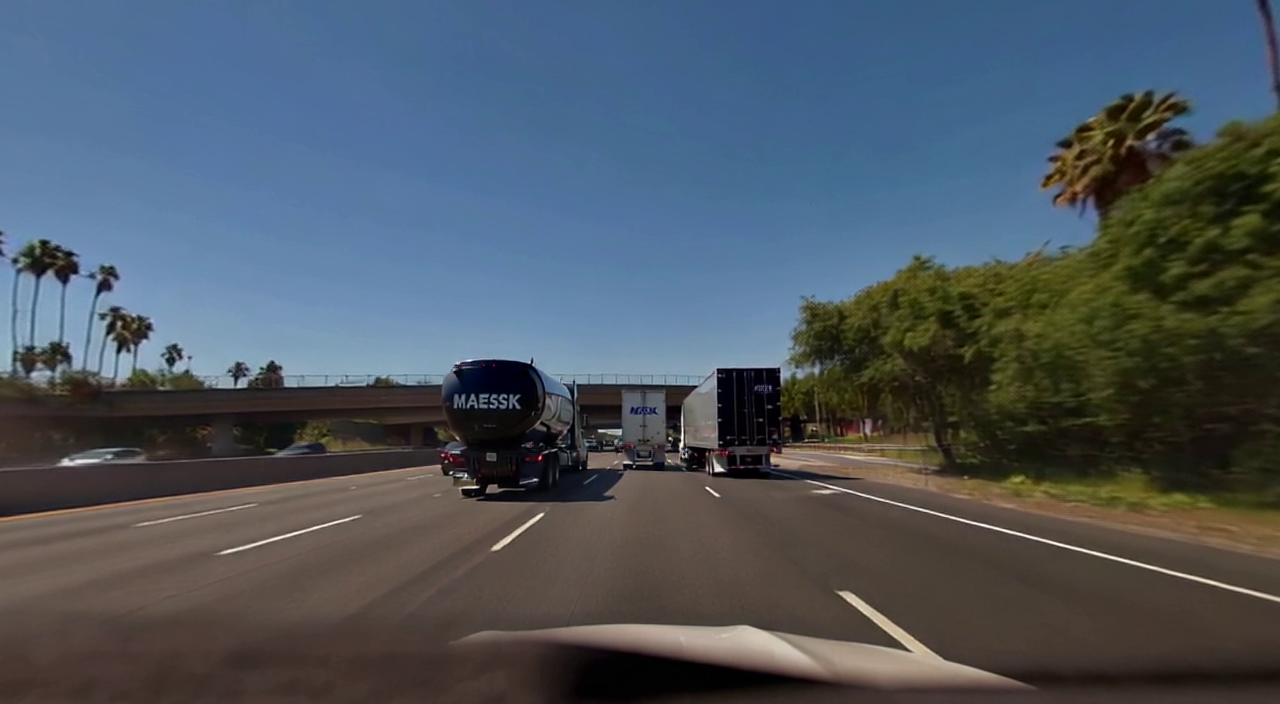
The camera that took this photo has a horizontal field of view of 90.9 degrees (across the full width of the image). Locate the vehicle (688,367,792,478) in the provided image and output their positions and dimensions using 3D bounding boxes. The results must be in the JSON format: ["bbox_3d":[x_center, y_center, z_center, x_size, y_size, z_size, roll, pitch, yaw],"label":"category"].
[{"bbox_3d":[4.310,3.681,31.096,2.887,4.178,14.553,0,-8,1],"label":"vehicle"}]

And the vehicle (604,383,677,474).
[{"bbox_3d":[0.166,4.523,35.911,3.097,3.856,18.209,0,-8,1],"label":"vehicle"}]

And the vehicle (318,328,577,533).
[{"bbox_3d":[-3.560,1.985,15.481,2.786,3.228,11.082,0,-8,0],"label":"vehicle"}]
